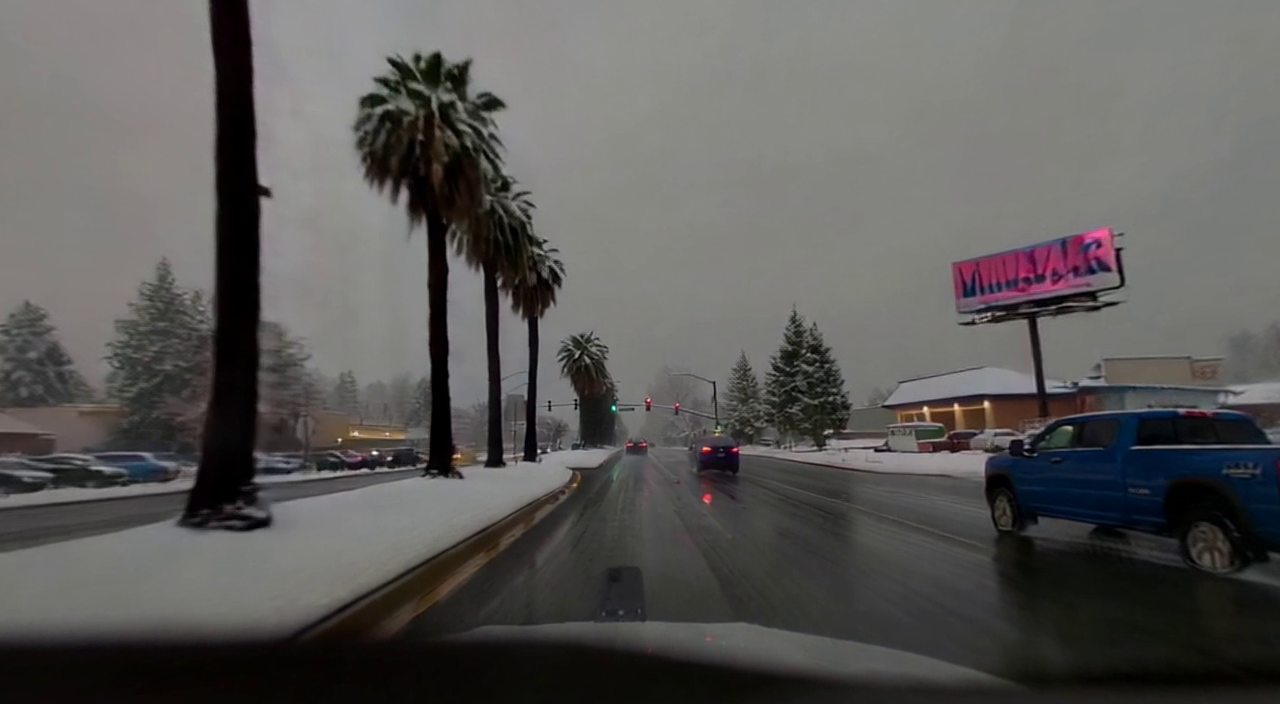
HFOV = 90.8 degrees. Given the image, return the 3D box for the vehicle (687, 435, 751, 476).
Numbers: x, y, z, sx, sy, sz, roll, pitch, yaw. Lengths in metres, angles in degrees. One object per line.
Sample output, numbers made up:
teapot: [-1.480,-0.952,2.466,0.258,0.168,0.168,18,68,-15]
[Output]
vehicle: [3.143,4.232,26.063,1.889,1.541,4.303,0,-8,-2]

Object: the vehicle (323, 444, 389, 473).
vehicle: [-19.172,7.179,42.957,2.066,1.825,5.291,0,-8,0]

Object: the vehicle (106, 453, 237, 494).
vehicle: [-19.389,5.027,26.490,1.900,1.481,4.684,0,-8,0]

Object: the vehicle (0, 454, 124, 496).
vehicle: [-24.320,5.011,26.083,1.899,1.499,4.911,0,-8,-1]

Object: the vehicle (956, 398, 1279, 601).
vehicle: [6.166,1.519,7.351,2.140,1.606,5.437,0,-8,0]

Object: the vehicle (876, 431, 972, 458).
vehicle: [19.852,6.491,44.259,5.804,1.683,2.529,-6,-9,28]

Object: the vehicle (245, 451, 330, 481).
vehicle: [-19.454,6.283,35.171,1.871,1.519,5.002,0,-8,0]

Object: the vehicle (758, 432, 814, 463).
vehicle: [10.170,6.735,44.631,2.417,2.061,5.980,0,-8,-1]
